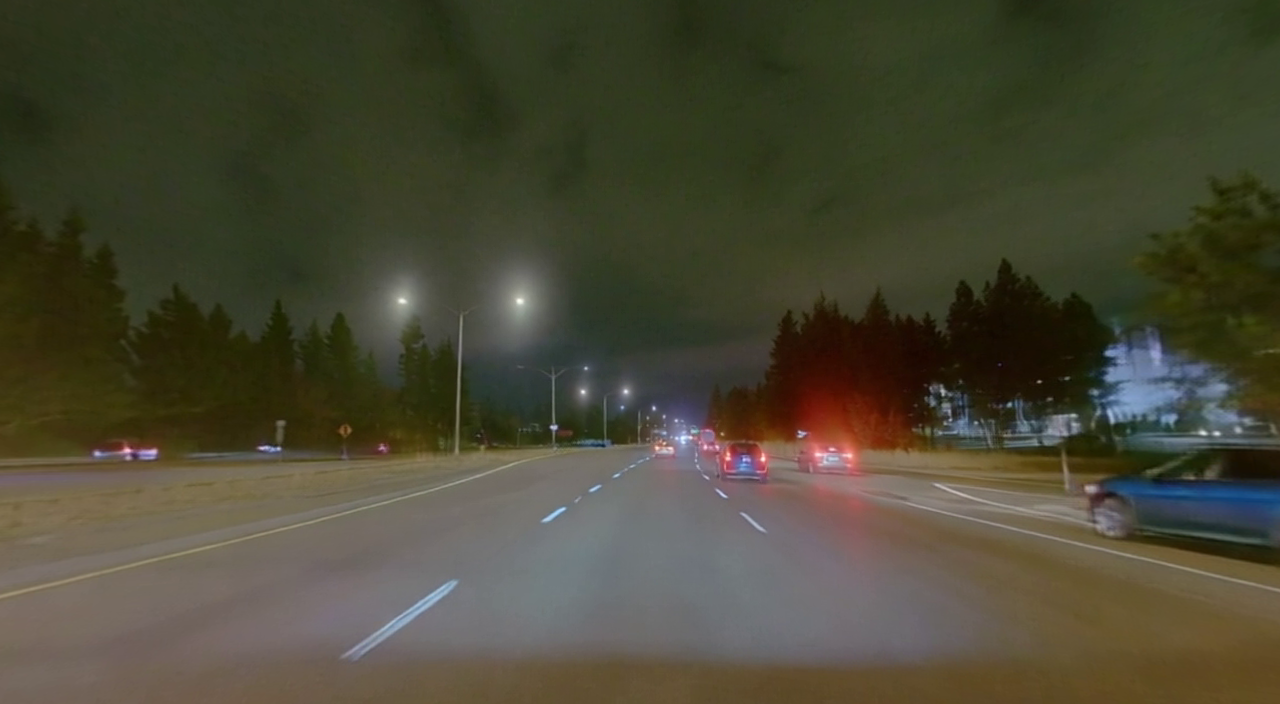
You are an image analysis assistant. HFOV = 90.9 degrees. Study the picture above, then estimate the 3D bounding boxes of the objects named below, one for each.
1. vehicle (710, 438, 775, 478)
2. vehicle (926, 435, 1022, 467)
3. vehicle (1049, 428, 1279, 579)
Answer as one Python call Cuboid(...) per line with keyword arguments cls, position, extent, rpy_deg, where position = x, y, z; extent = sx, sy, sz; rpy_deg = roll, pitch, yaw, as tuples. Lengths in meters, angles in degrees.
Cuboid(cls="vehicle", position=(4.129, 4.354, 26.148), extent=(1.981, 1.499, 4.536), rpy_deg=(0, -8, 1))
Cuboid(cls="vehicle", position=(22.403, 6.609, 42.291), extent=(5.456, 1.919, 2.222), rpy_deg=(0, -7, -14))
Cuboid(cls="vehicle", position=(7.770, 1.777, 7.863), extent=(2.074, 1.584, 4.658), rpy_deg=(0, -8, -2))
